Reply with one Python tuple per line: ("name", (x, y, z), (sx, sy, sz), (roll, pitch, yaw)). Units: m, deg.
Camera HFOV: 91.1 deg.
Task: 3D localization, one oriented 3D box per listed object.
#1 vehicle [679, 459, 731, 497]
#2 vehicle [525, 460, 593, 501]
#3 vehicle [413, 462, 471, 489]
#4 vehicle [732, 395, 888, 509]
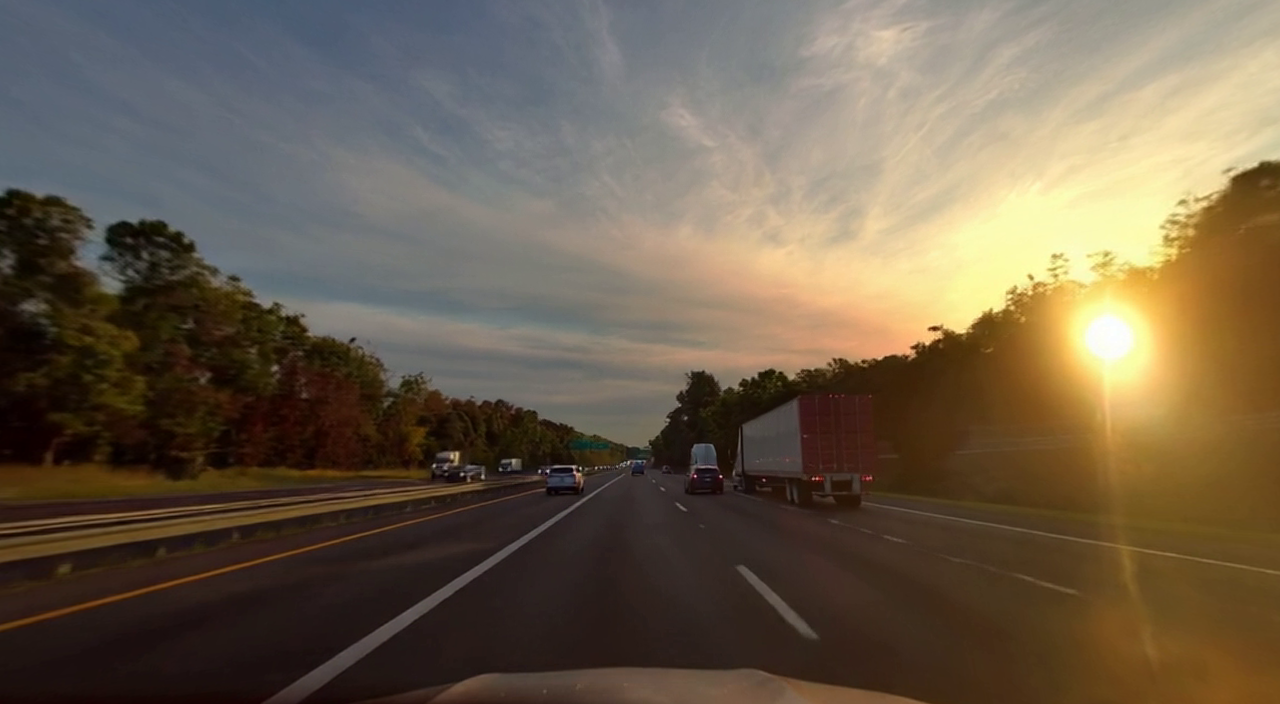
("vehicle", (3.216, 6.372, 31.929), (2.050, 1.708, 4.457), (1, -10, -1))
("vehicle", (-3.269, 5.321, 26.258), (2.065, 1.485, 4.682), (1, -10, 2))
("vehicle", (-11.668, 7.317, 37.310), (1.870, 1.474, 4.645), (1, -10, 0))
("vehicle", (7.453, 5.208, 31.636), (2.861, 4.086, 17.499), (1, -10, -1))
